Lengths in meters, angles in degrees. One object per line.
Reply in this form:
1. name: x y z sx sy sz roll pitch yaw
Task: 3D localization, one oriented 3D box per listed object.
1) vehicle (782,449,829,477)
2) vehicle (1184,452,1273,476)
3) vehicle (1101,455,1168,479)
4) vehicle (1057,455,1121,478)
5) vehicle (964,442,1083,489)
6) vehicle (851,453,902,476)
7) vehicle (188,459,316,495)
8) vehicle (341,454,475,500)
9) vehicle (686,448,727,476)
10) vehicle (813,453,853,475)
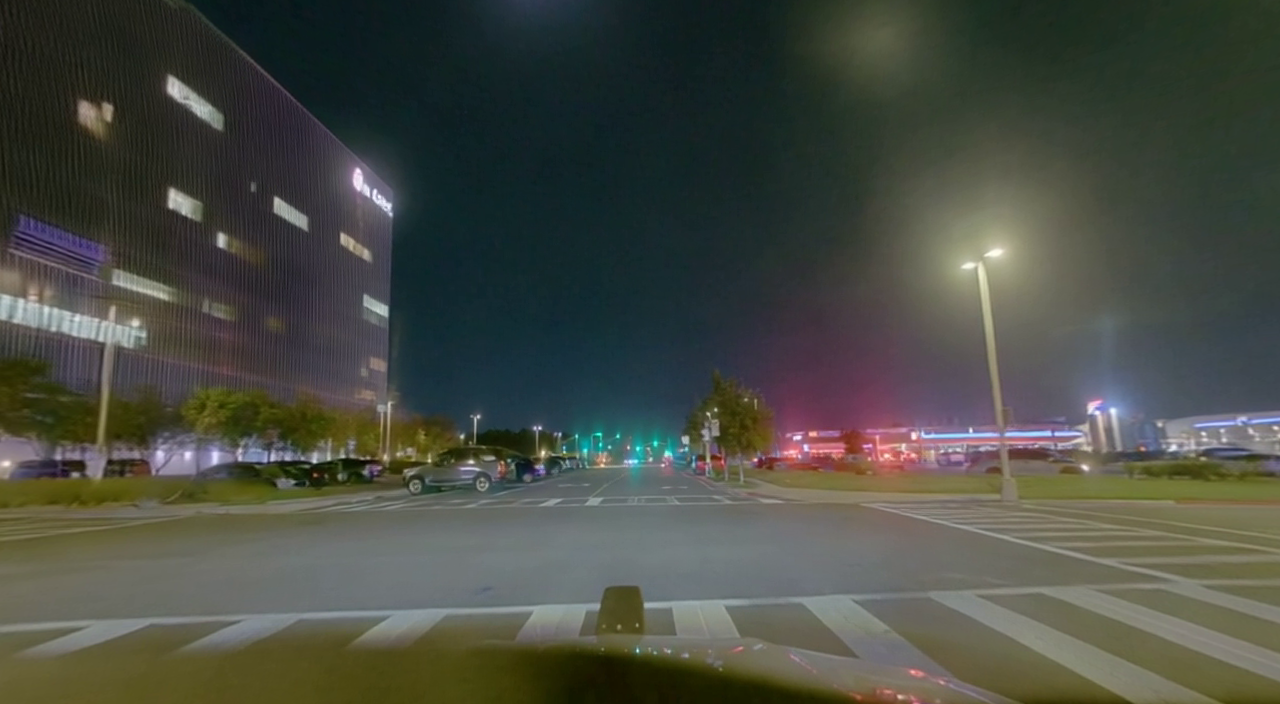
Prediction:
1. vehicle: 10.529 7.097 40.609 1.936 1.673 4.305 0 -8 1
2. vehicle: 36.976 7.049 39.843 1.678 1.423 4.191 0 -9 2
3. vehicle: 31.221 7.262 39.991 1.519 1.371 3.278 0 -8 -1
4. vehicle: 28.286 7.242 39.927 1.495 1.371 3.336 0 -10 -2
5. vehicle: 16.484 4.869 27.555 2.048 1.852 4.998 0 -8 0
6. vehicle: 17.077 8.121 45.837 1.971 1.478 4.477 0 -8 1
7. vehicle: -16.661 5.368 27.271 4.331 1.437 1.876 0 -8 3
8. vehicle: -8.706 4.643 23.808 4.442 1.504 1.809 5 -10 -28
9. vehicle: 4.559 7.617 44.137 2.262 1.794 5.331 0 -8 0
10. vehicle: 14.172 8.200 46.521 1.935 1.477 3.719 0 -8 4
